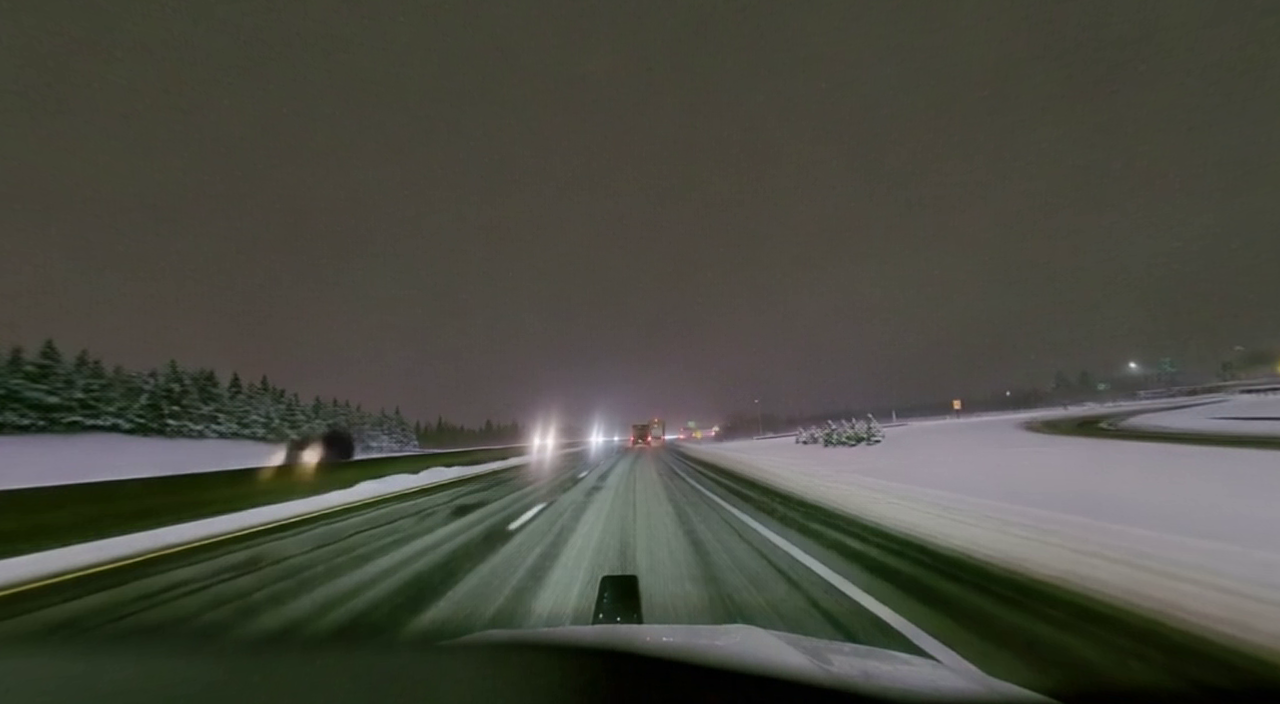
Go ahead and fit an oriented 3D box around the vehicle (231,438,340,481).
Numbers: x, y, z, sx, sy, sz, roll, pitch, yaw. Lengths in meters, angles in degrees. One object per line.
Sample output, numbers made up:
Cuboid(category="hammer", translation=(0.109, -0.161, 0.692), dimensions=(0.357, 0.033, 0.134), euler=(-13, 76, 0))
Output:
Cuboid(category="vehicle", translation=(-13.837, 4.175, 24.860), dimensions=(1.902, 1.526, 4.123), euler=(0, -8, 0))
